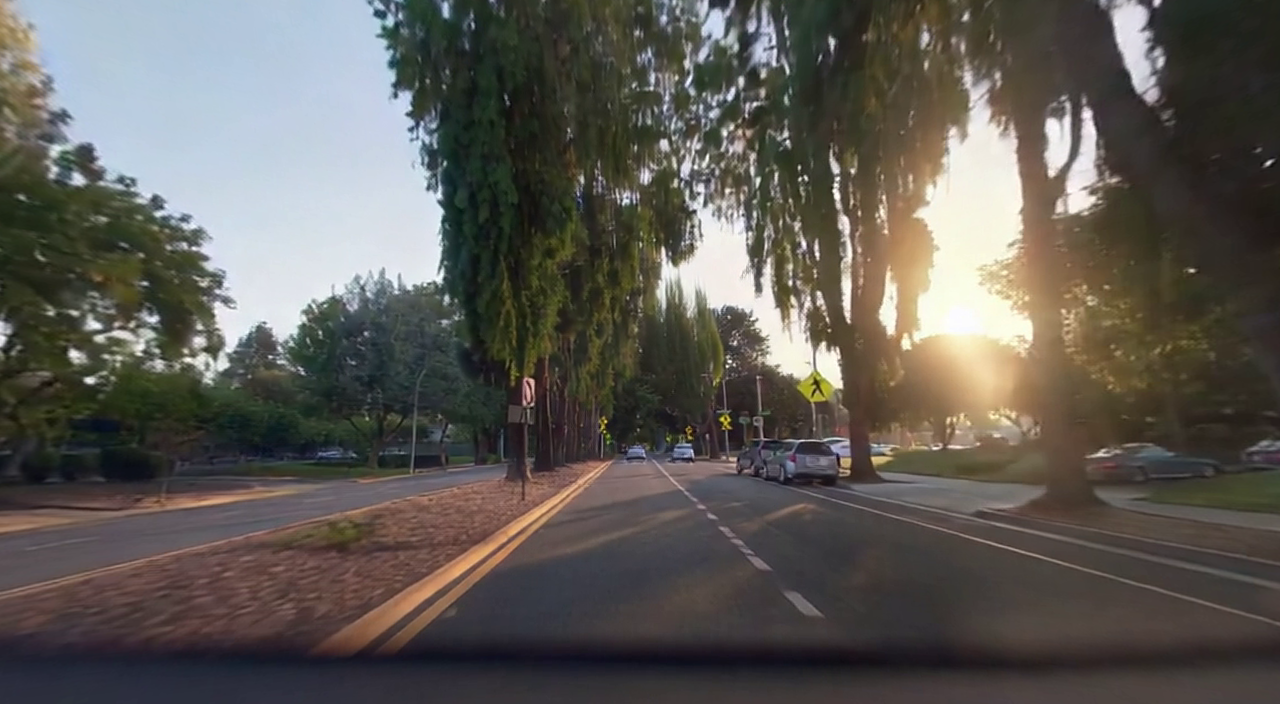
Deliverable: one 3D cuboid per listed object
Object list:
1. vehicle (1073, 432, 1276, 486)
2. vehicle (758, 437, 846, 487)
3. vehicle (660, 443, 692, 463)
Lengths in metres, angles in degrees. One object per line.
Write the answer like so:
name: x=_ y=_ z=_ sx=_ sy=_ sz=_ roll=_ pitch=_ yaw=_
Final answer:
vehicle: x=15.857 y=3.187 z=18.926 sx=4.331 sy=1.413 sz=1.892 roll=-1 pitch=-9 yaw=-1
vehicle: x=6.286 y=4.334 z=25.215 sx=2.040 sy=1.710 sz=5.200 roll=2 pitch=-9 yaw=-1
vehicle: x=2.715 y=7.734 z=48.530 sx=2.142 sy=1.501 sz=4.273 roll=0 pitch=-8 yaw=-1
